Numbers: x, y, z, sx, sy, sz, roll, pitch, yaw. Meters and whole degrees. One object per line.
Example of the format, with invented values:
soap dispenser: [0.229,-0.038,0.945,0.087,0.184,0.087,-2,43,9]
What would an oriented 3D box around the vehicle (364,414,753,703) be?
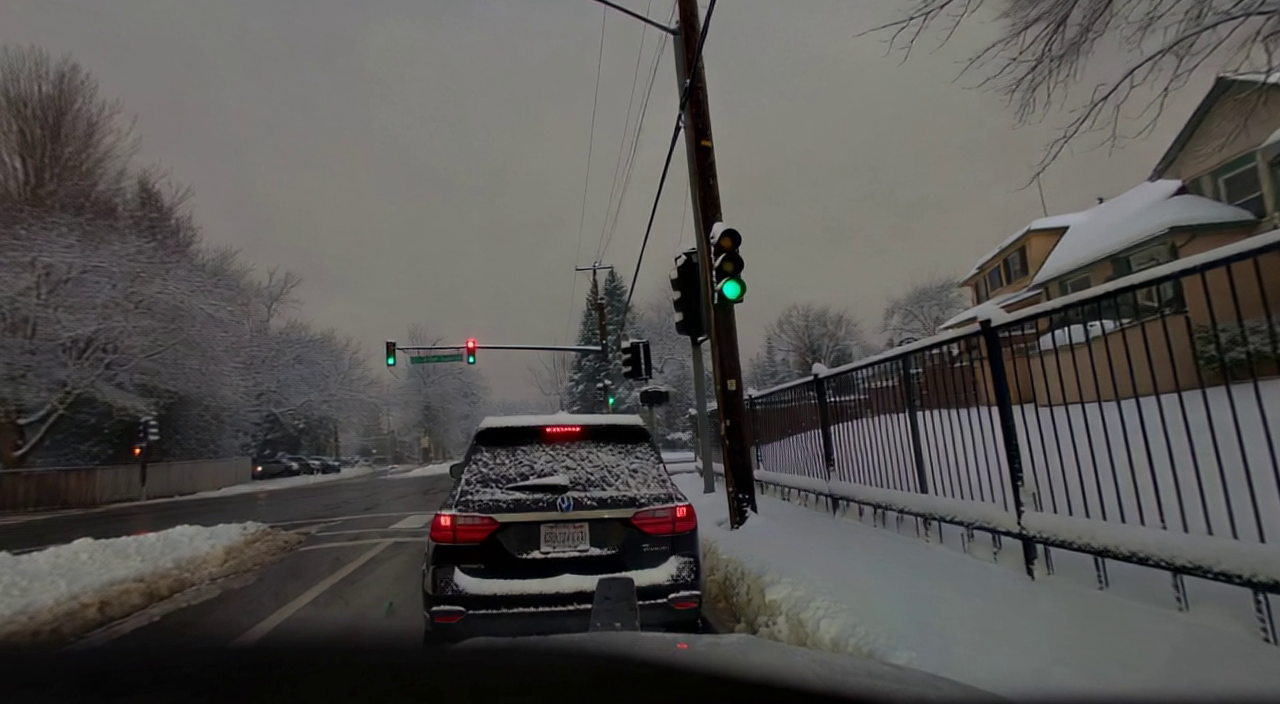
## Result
vehicle: [-0.669,1.363,5.229,2.024,1.502,3.702,1,-9,-9]
